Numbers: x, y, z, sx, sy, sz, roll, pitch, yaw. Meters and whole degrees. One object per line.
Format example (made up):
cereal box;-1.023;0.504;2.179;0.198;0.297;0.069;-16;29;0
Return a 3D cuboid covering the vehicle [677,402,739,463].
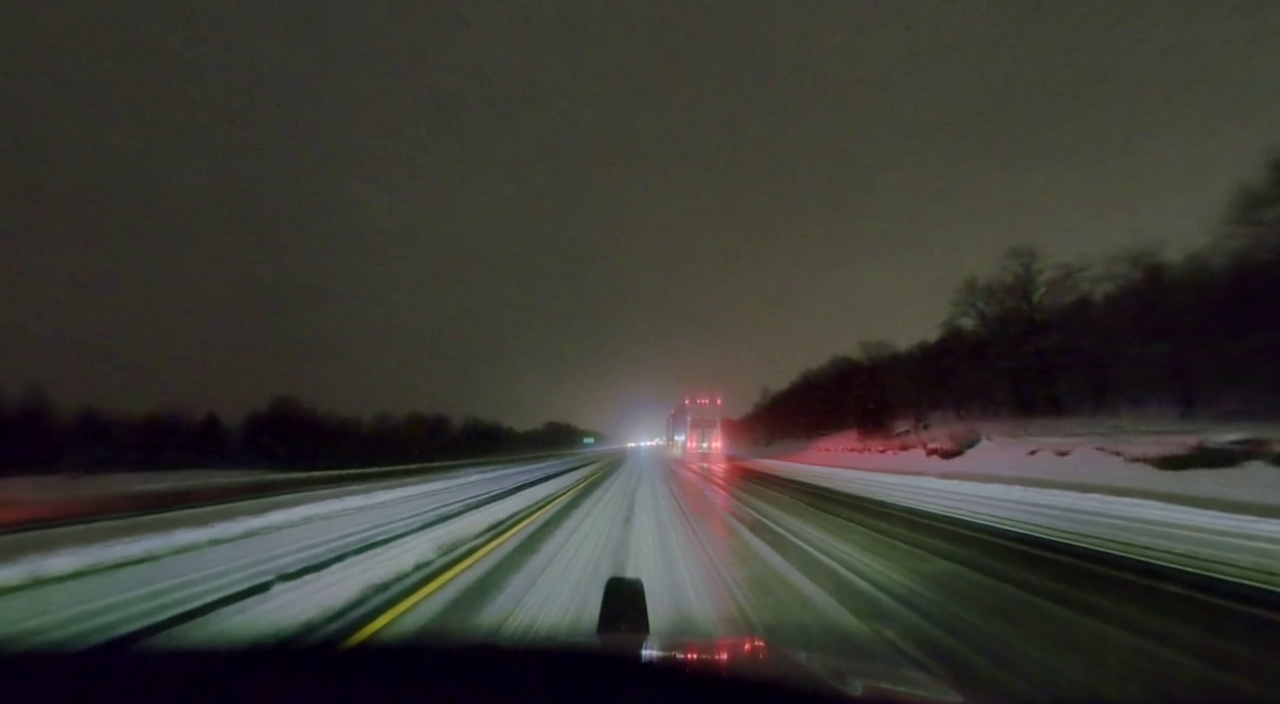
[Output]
vehicle;4.868;6.325;48.393;3.485;3.975;14.489;0;-8;1
